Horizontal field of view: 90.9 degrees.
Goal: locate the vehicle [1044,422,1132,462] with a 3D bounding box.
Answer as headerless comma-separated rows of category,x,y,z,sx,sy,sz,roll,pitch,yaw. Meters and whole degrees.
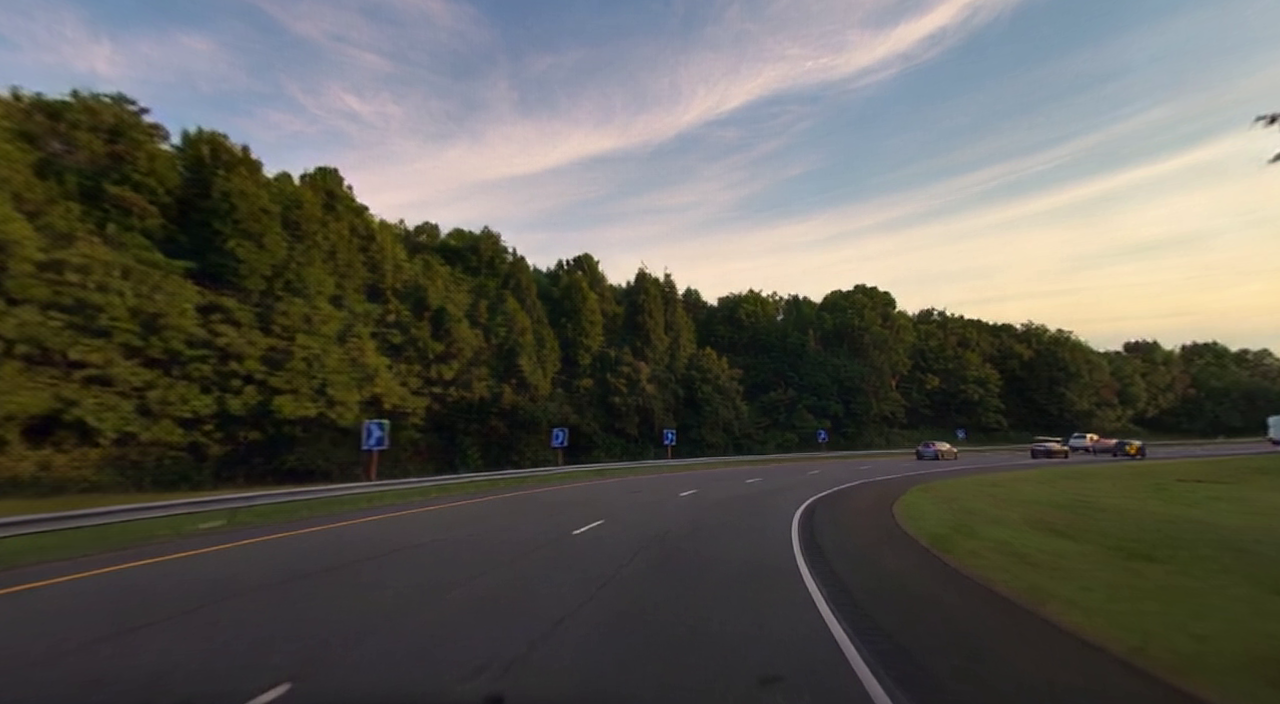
vehicle,33.887,6.815,47.640,5.981,2.823,2.498,4,-10,-24

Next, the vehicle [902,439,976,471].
vehicle,16.940,5.823,35.582,4.325,1.674,2.221,8,-12,-42
